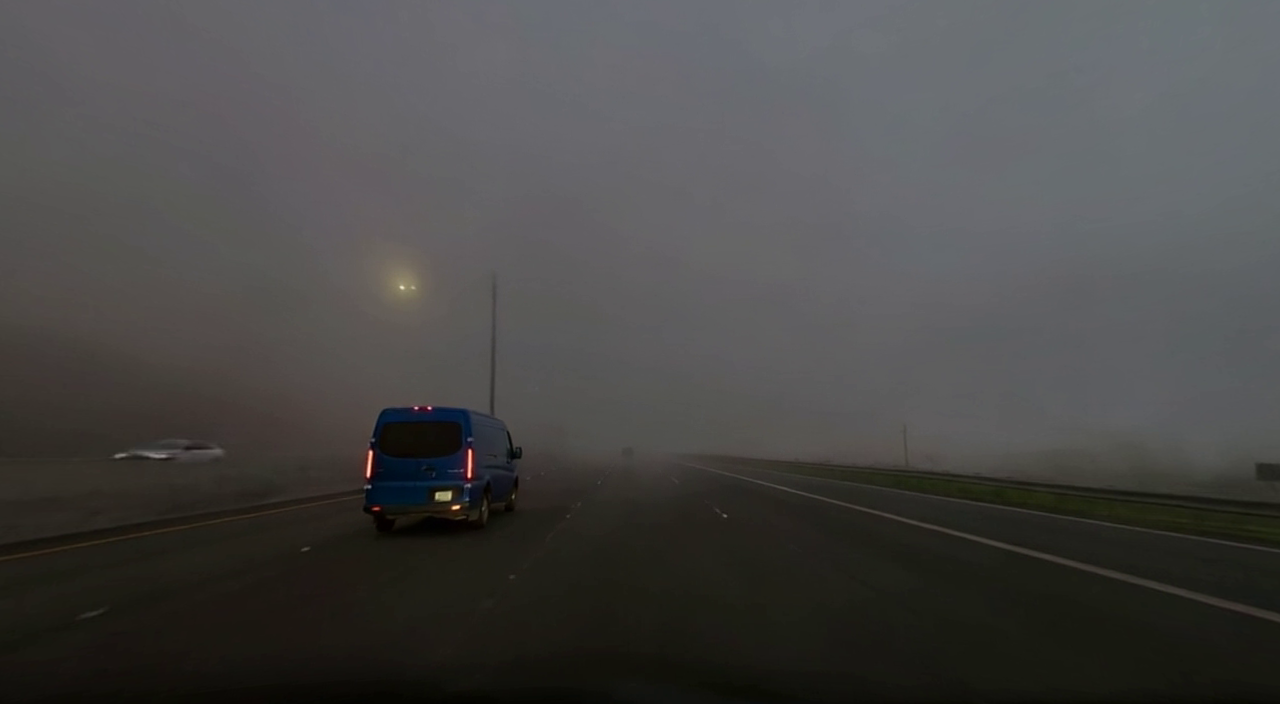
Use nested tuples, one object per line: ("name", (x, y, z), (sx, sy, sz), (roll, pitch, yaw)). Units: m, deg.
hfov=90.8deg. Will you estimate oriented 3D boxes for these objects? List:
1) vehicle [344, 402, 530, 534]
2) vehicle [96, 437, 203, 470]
("vehicle", (-3.472, 2.105, 11.905), (2.046, 1.982, 4.465), (0, -9, -1))
("vehicle", (-24.140, 5.005, 31.303), (1.764, 1.495, 4.428), (0, -9, -1))
